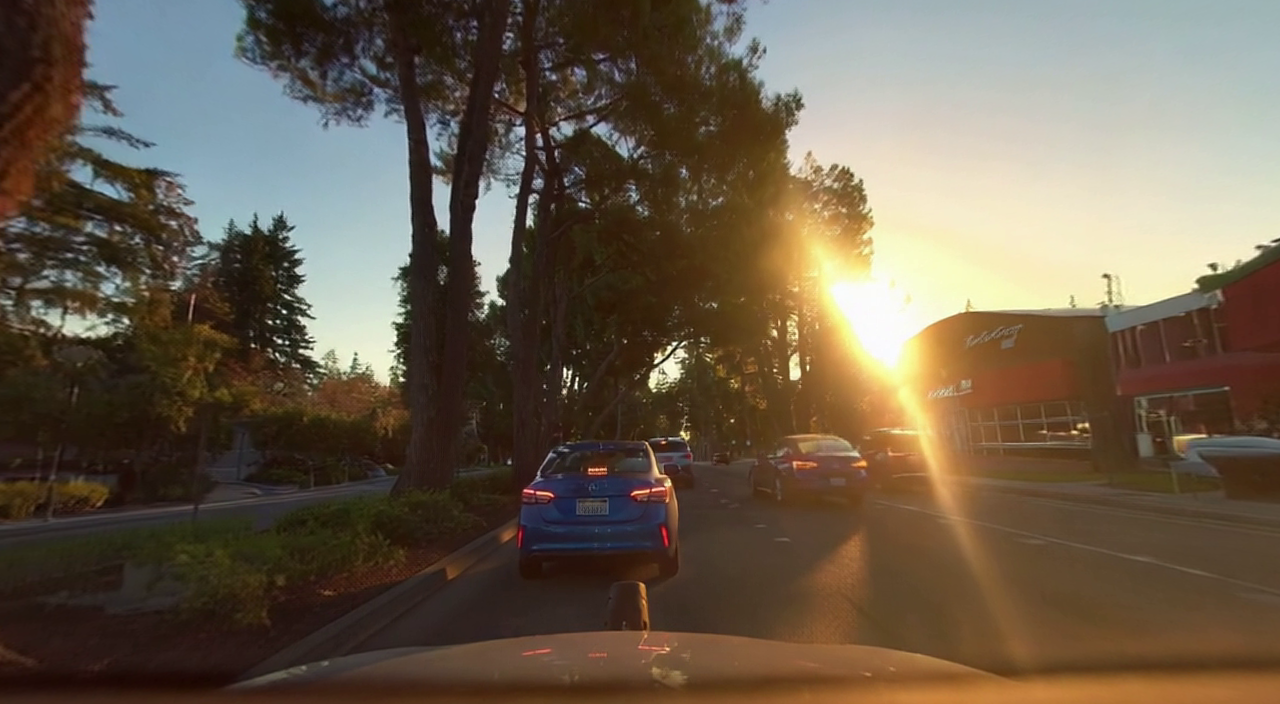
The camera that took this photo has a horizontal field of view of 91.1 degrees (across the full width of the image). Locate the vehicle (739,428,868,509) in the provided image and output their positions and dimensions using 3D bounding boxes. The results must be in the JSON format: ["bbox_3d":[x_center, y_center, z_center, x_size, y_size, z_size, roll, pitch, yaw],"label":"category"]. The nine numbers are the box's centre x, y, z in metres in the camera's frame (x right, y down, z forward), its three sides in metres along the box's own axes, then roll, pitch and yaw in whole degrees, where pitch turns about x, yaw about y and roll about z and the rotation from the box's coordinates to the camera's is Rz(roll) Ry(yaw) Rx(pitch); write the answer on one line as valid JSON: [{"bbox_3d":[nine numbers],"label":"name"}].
[{"bbox_3d":[3.699,2.717,15.054,1.946,1.648,4.230,0,-9,0],"label":"vehicle"}]

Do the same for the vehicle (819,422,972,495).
[{"bbox_3d":[7.339,3.138,18.864,2.253,1.854,5.409,0,-9,0],"label":"vehicle"}]

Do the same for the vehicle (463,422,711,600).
[{"bbox_3d":[-0.482,1.666,7.449,2.111,1.506,4.018,0,-9,-1],"label":"vehicle"}]
